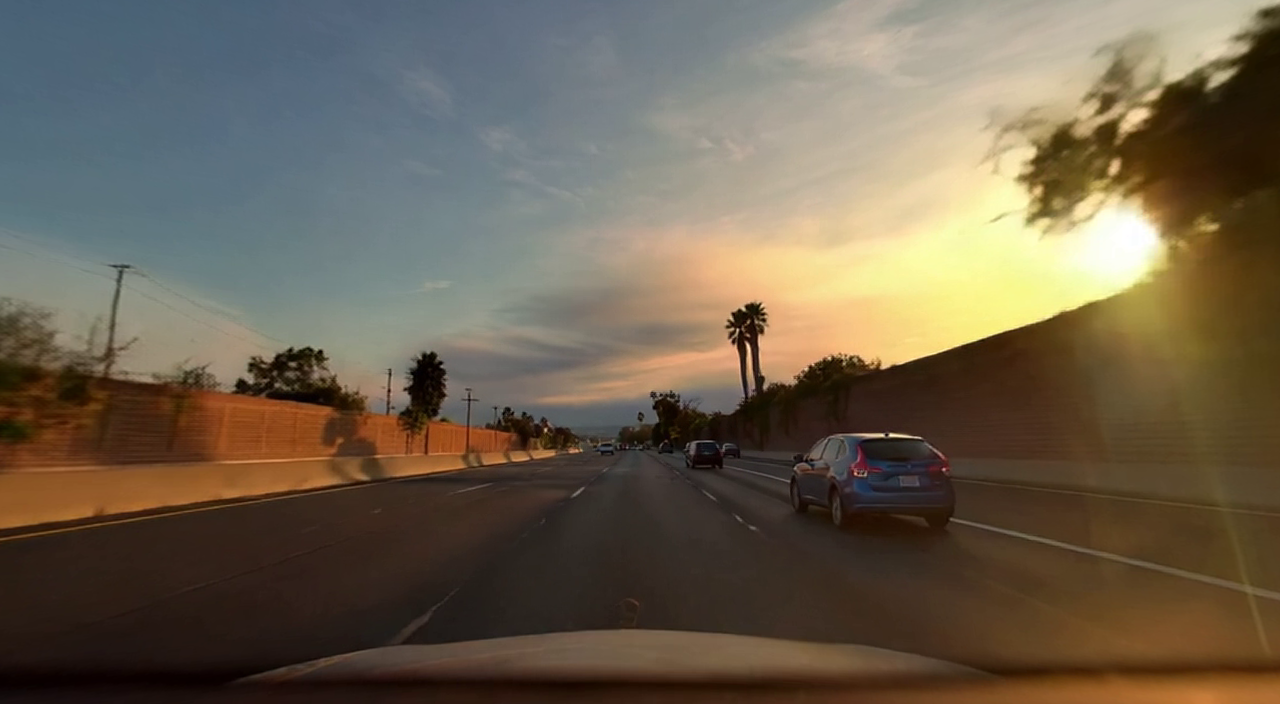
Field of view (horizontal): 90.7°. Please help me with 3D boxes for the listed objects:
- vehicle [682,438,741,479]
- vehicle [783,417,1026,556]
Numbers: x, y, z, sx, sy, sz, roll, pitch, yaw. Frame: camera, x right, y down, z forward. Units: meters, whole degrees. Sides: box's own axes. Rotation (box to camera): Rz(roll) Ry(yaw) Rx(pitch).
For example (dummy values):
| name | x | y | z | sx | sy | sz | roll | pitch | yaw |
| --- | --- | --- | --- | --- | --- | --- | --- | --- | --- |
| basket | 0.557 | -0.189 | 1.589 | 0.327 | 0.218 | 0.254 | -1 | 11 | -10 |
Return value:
| name | x | y | z | sx | sy | sz | roll | pitch | yaw |
| --- | --- | --- | --- | --- | --- | --- | --- | --- | --- |
| vehicle | 3.113 | 4.743 | 28.345 | 2.045 | 1.688 | 4.313 | 0 | -9 | -1 |
| vehicle | 3.752 | 1.978 | 9.964 | 1.910 | 1.696 | 4.187 | 0 | -9 | -1 |
